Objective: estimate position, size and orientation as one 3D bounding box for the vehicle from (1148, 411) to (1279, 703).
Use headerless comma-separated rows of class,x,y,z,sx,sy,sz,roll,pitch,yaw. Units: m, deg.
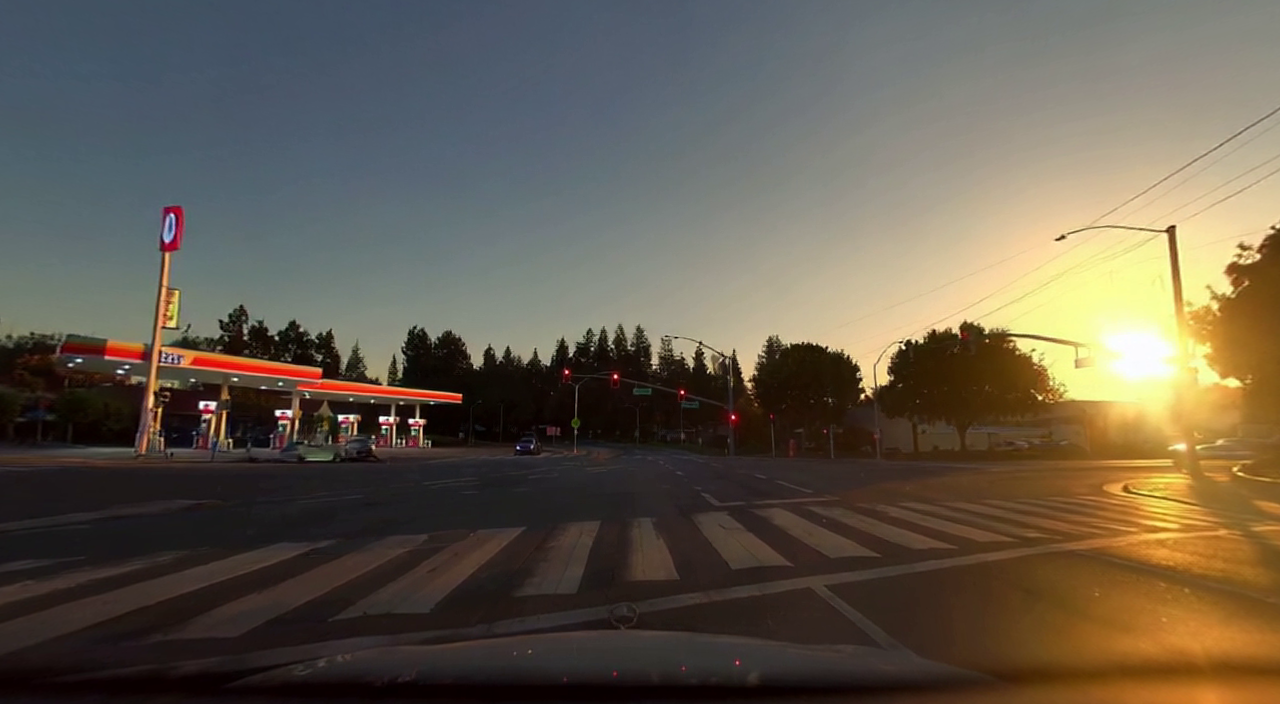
vehicle,3.316,0.680,0.547,2.023,1.437,4.477,0,-9,0
